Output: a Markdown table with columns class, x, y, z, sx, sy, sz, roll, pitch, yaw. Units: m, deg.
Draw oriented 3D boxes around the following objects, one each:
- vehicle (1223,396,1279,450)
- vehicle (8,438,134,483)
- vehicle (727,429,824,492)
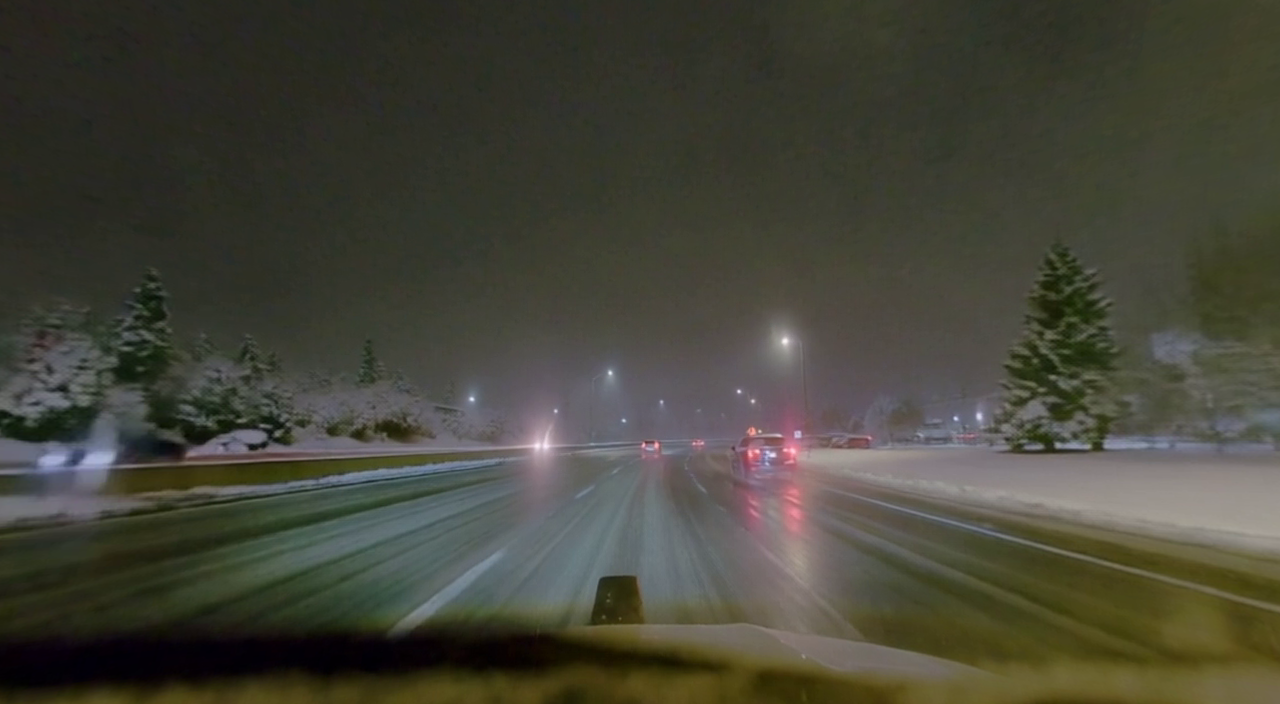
| class | x | y | z | sx | sy | sz | roll | pitch | yaw |
| --- | --- | --- | --- | --- | --- | --- | --- | --- | --- |
| vehicle | 33.274 | 3.870 | 33.595 | 2.478 | 2.614 | 6.965 | -7 | -11 | 38 |
| vehicle | -20.322 | 3.855 | 22.640 | 1.474 | 1.362 | 3.303 | -5 | -8 | 0 |
| vehicle | 4.041 | 3.315 | 19.540 | 2.090 | 1.715 | 4.228 | 0 | -9 | 1 |
